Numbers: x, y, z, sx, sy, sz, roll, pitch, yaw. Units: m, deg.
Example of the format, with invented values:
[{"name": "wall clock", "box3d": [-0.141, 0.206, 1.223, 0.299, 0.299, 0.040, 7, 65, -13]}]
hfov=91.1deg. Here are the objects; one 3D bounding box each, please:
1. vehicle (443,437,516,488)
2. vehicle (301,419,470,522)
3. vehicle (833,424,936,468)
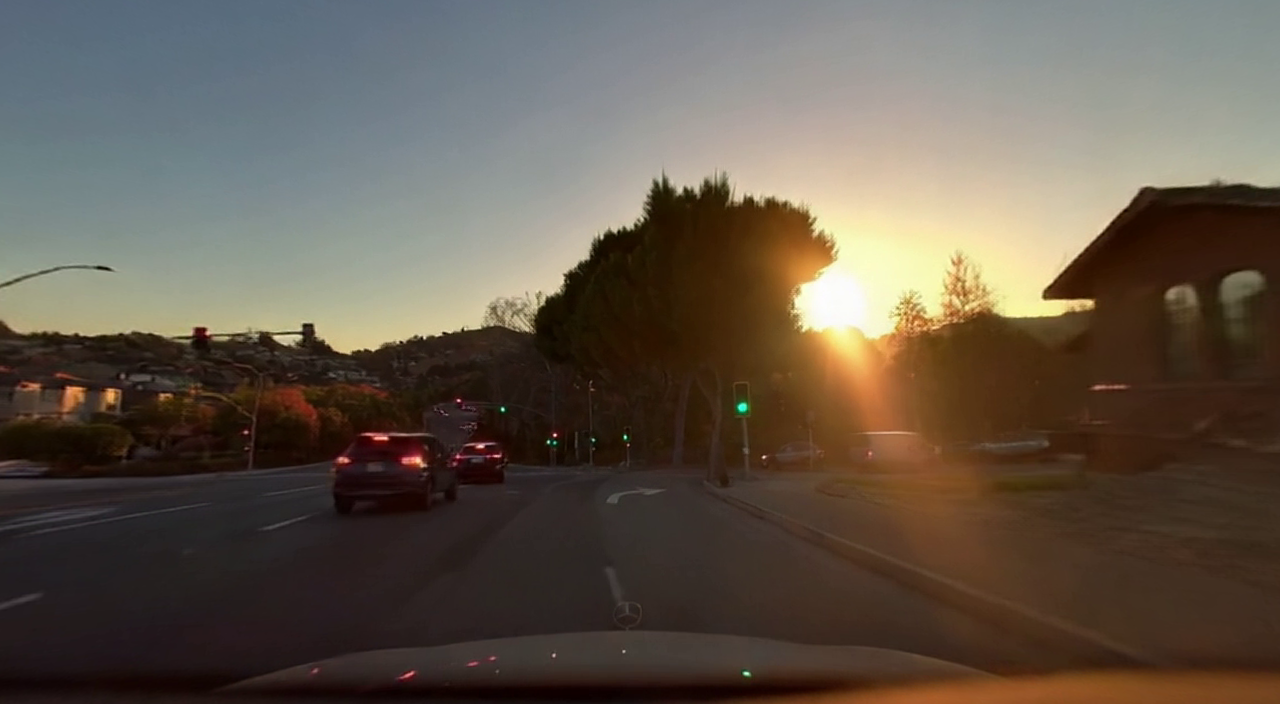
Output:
[{"name": "vehicle", "box3d": [-5.689, 3.953, 22.780, 2.024, 1.655, 4.301, 1, -8, -7]}, {"name": "vehicle", "box3d": [-5.167, 2.450, 13.515, 2.152, 1.822, 4.391, 1, -8, -6]}, {"name": "vehicle", "box3d": [16.675, 6.398, 42.839, 6.269, 2.785, 2.334, 2, -9, -16]}]
